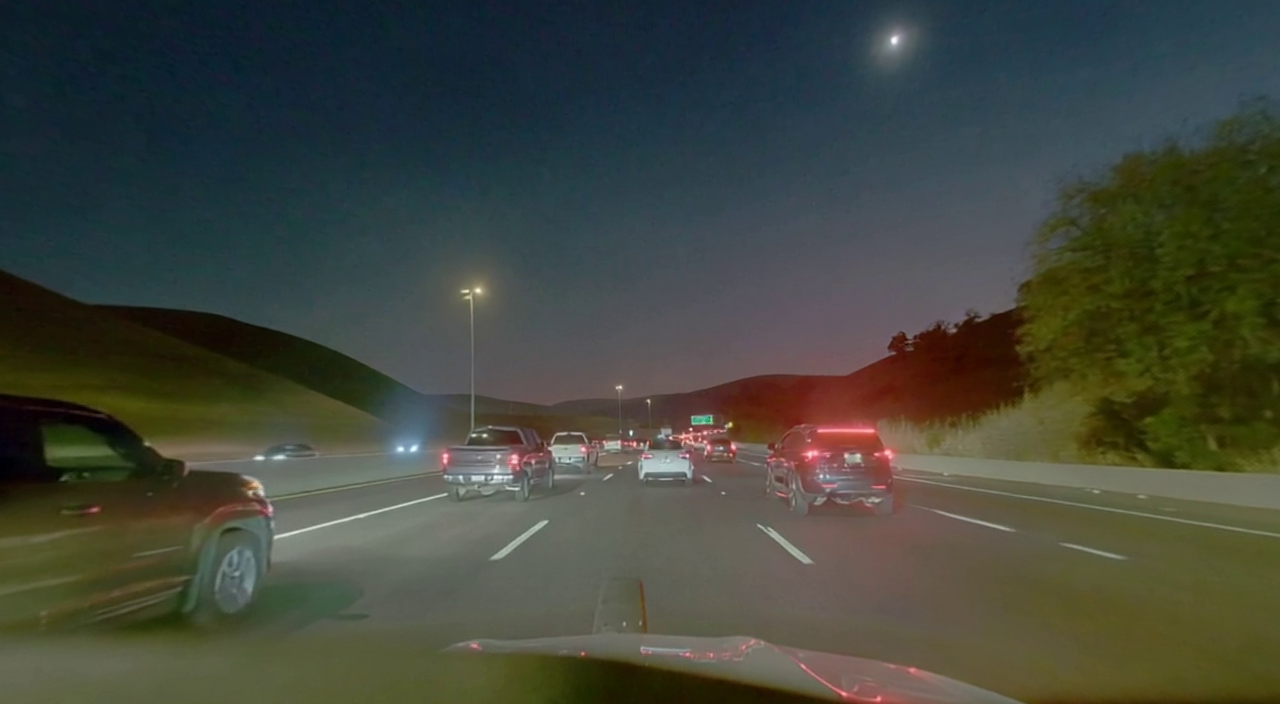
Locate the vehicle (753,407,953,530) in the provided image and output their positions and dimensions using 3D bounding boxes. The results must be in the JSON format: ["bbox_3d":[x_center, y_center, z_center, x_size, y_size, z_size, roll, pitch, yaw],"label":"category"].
[{"bbox_3d":[3.493,2.017,11.448,2.046,1.765,4.534,0,-8,0],"label":"vehicle"}]

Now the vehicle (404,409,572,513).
[{"bbox_3d":[-3.125,2.416,14.486,2.301,1.902,5.374,0,-8,3],"label":"vehicle"}]

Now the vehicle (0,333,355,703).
[{"bbox_3d":[-3.579,0.890,3.123,2.179,1.723,4.410,0,-8,1],"label":"vehicle"}]

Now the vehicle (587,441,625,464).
[{"bbox_3d":[-2.123,6.327,39.997,1.973,1.378,3.677,-1,-8,3],"label":"vehicle"}]

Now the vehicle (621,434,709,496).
[{"bbox_3d":[0.658,3.022,17.330,2.105,1.471,4.349,0,-8,1],"label":"vehicle"}]
